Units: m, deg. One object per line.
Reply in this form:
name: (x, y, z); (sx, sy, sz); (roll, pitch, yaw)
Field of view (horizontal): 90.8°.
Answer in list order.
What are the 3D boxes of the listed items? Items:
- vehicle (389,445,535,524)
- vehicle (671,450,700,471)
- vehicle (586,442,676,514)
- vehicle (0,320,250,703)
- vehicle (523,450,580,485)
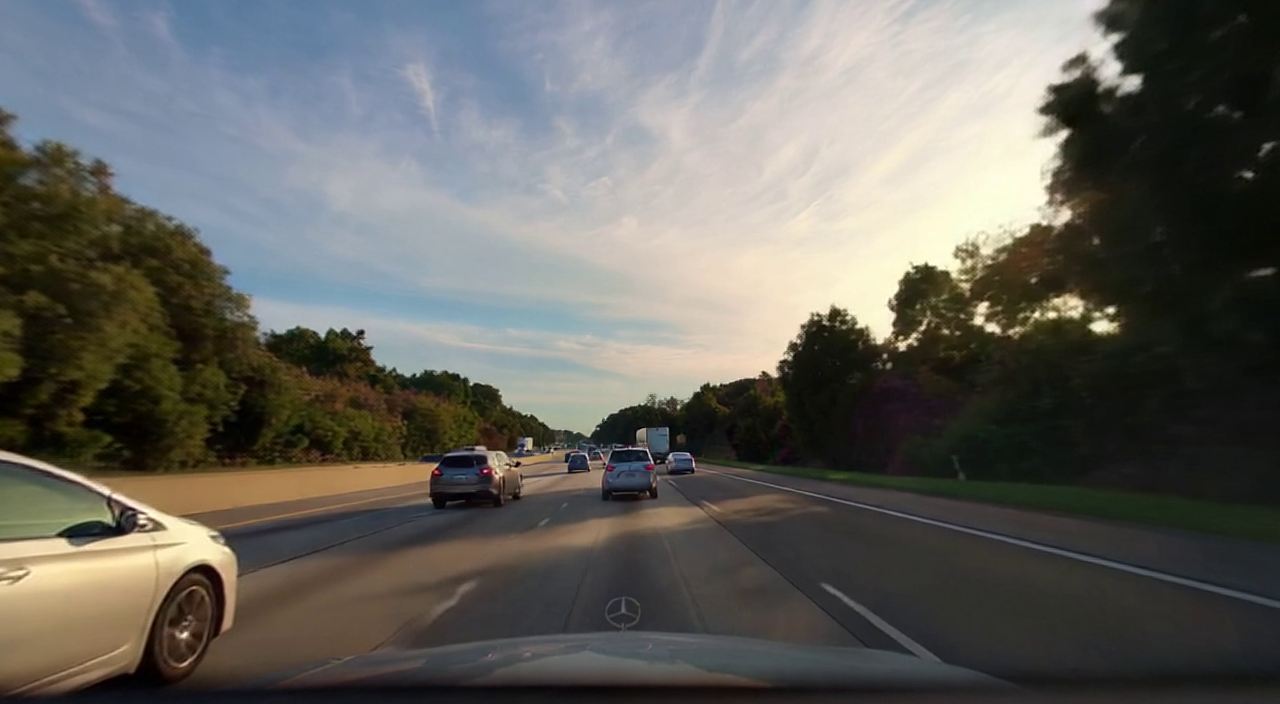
vehicle: (-3.790, 2.906, 14.367); (1.988, 1.501, 4.438); (0, -9, 0)
vehicle: (3.491, 8.440, 49.209); (1.858, 1.537, 3.838); (0, -9, -2)
vehicle: (-0.195, 3.081, 15.761); (1.996, 1.574, 3.426); (0, -9, 0)
vehicle: (-3.953, 0.681, 1.954); (2.243, 1.889, 4.949); (0, -9, 1)
vehicle: (-4.026, 5.344, 29.426); (1.999, 1.484, 4.269); (0, -9, 1)
